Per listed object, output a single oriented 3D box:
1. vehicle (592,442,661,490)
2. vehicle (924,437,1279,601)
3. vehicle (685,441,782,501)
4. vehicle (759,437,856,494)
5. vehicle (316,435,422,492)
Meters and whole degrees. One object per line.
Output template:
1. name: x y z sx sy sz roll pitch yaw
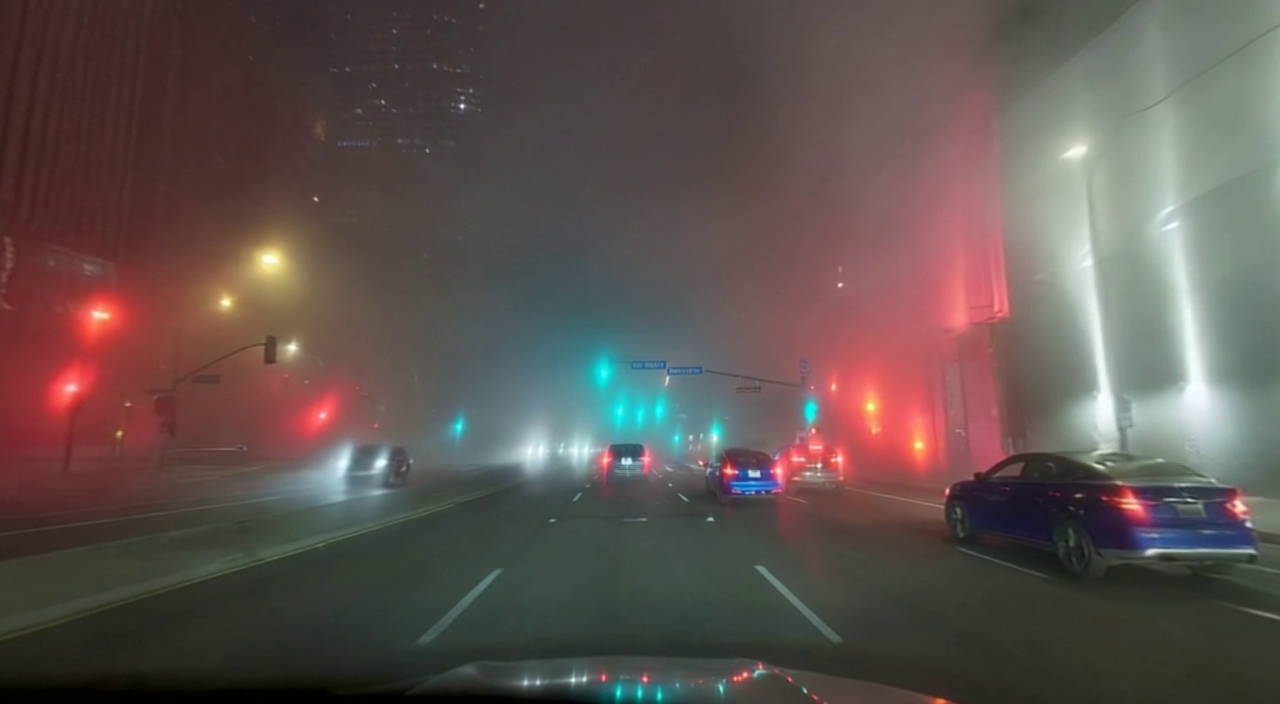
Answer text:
1. vehicle: -0.440 3.788 21.337 2.096 1.457 4.160 0 -9 -1
2. vehicle: 5.793 1.899 8.211 1.914 1.484 4.639 0 -9 -2
3. vehicle: 2.521 3.351 18.190 1.987 1.484 4.427 0 -9 -2
4. vehicle: 5.677 3.897 22.036 2.015 1.745 4.444 0 -9 -2
5. vehicle: -9.495 3.925 22.575 1.827 1.787 4.474 0 -9 -1
